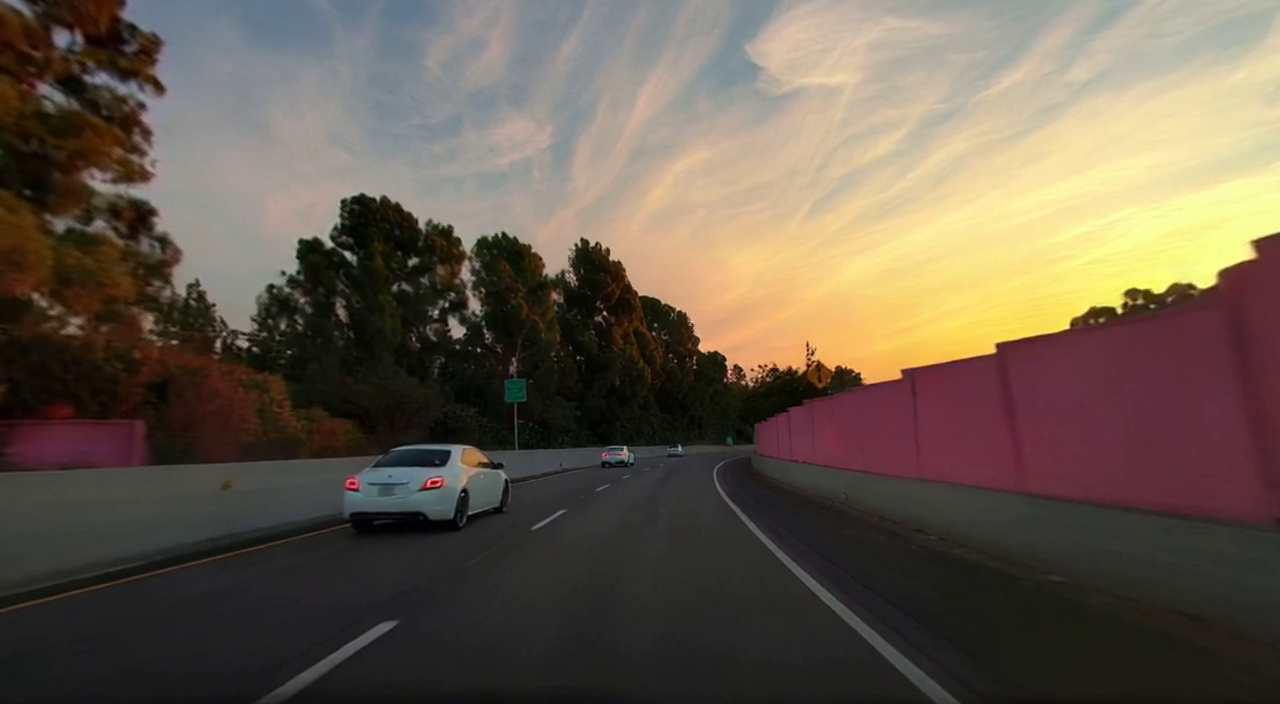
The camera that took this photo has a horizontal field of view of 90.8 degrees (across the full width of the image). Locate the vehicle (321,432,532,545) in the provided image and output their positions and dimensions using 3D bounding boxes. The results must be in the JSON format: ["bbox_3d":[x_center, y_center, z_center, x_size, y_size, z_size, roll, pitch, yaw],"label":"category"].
[{"bbox_3d":[-3.163,2.101,10.342,1.884,1.469,3.959,-1,-9,3],"label":"vehicle"}]

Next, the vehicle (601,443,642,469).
[{"bbox_3d":[-1.001,6.050,36.864,1.746,1.405,4.339,-1,-9,7],"label":"vehicle"}]
